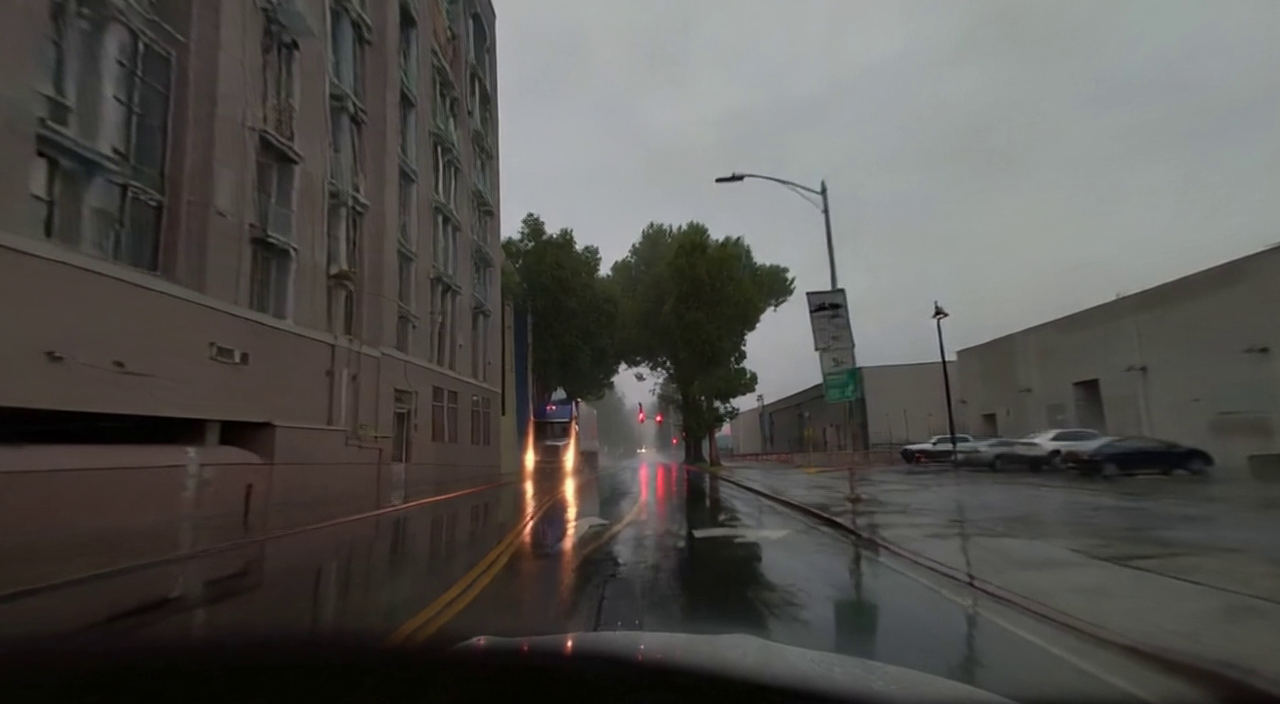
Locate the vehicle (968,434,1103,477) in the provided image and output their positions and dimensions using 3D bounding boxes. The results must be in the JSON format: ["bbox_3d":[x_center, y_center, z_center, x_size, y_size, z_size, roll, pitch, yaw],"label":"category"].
[{"bbox_3d":[15.660,4.132,25.062,4.061,1.590,1.862,-1,-9,0],"label":"vehicle"}]

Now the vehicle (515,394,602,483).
[{"bbox_3d":[-4.507,5.484,38.985,3.160,4.343,15.392,-1,-9,1],"label":"vehicle"}]
